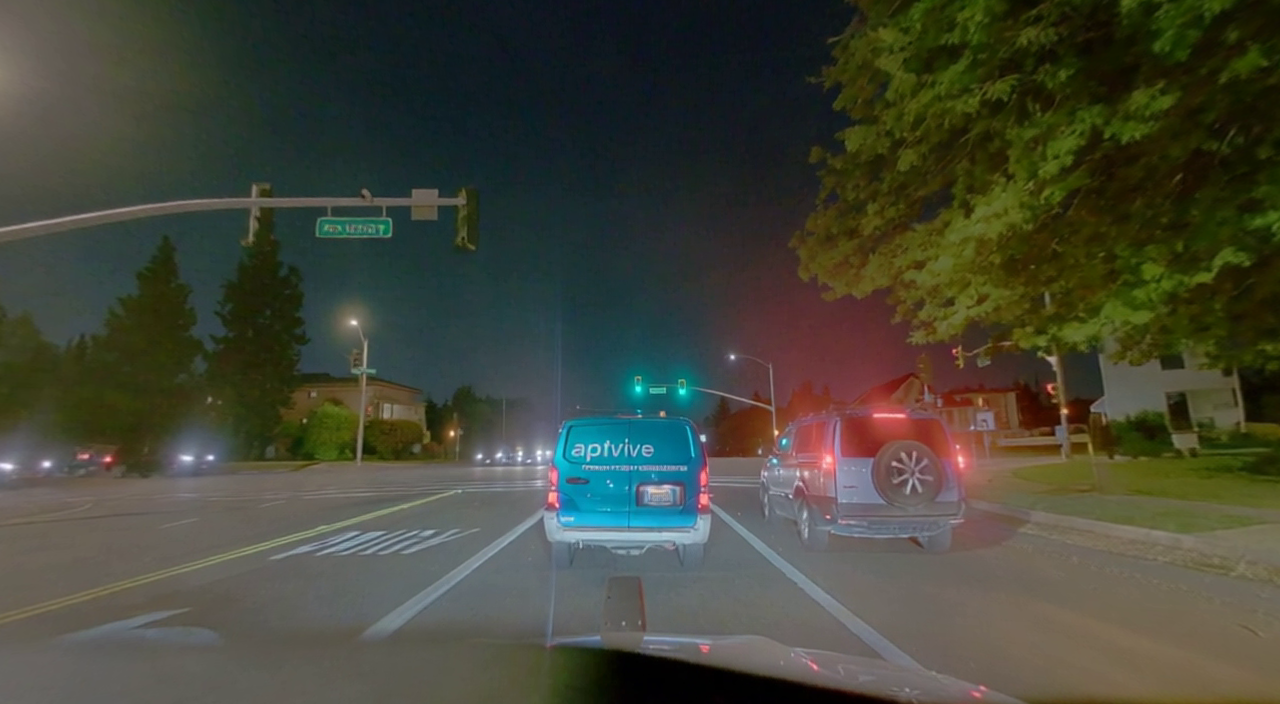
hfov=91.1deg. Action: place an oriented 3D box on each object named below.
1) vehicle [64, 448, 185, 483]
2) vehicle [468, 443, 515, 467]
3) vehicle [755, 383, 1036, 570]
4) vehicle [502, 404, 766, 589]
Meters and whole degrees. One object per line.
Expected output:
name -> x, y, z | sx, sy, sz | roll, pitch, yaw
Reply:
vehicle -> -25.256, 5.543, 30.916 | 4.073, 1.603, 1.920 | 1, -8, -9
vehicle -> -9.901, 6.901, 42.166 | 1.881, 1.515, 4.262 | 0, -8, 3
vehicle -> 3.044, 1.596, 8.704 | 2.059, 1.924, 4.257 | 0, -8, 0
vehicle -> -0.046, 1.598, 7.794 | 2.321, 1.624, 4.367 | 0, -8, 0
